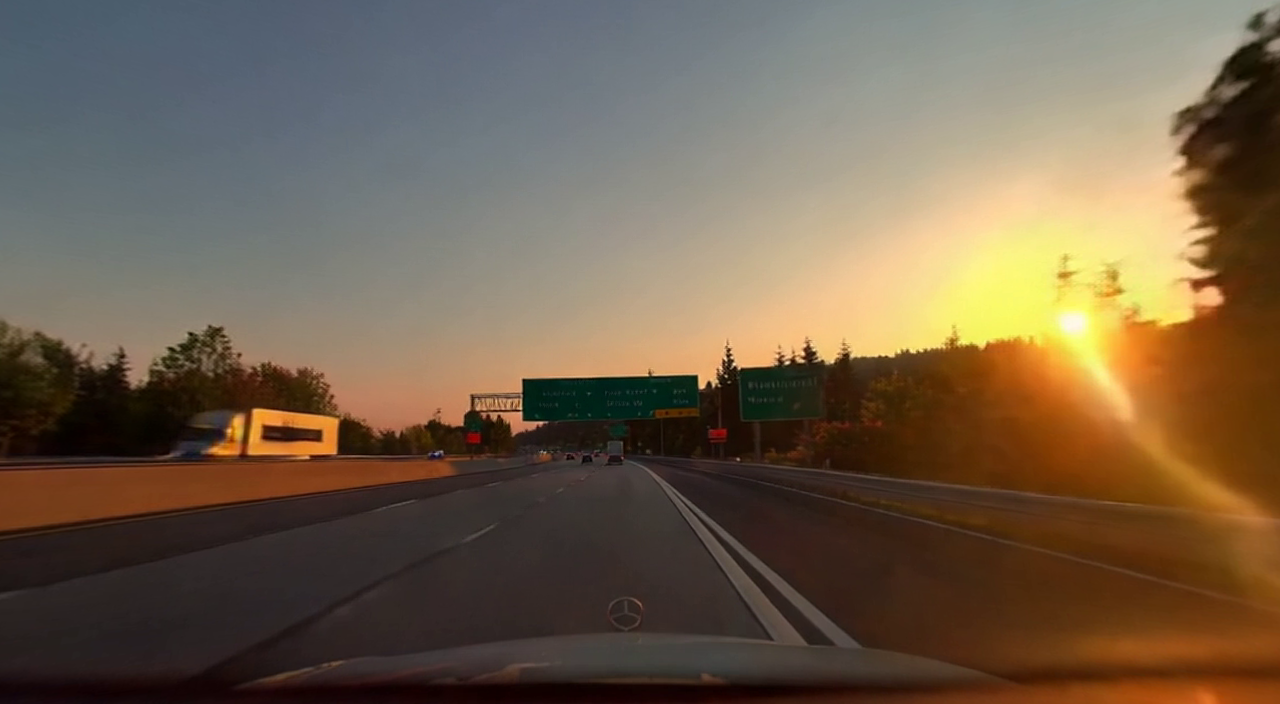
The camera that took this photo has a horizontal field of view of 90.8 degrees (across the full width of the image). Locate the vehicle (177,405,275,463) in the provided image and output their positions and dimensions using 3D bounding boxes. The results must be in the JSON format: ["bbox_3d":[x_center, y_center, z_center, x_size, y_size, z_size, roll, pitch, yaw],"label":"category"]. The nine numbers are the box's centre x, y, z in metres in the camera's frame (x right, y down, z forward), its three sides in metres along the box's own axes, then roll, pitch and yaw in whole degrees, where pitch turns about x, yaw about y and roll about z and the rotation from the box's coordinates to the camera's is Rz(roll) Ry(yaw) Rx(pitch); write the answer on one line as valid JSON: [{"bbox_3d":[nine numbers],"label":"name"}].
[{"bbox_3d":[-29.491,5.972,45.320,2.987,3.855,5.979,0,-9,-2],"label":"vehicle"}]
